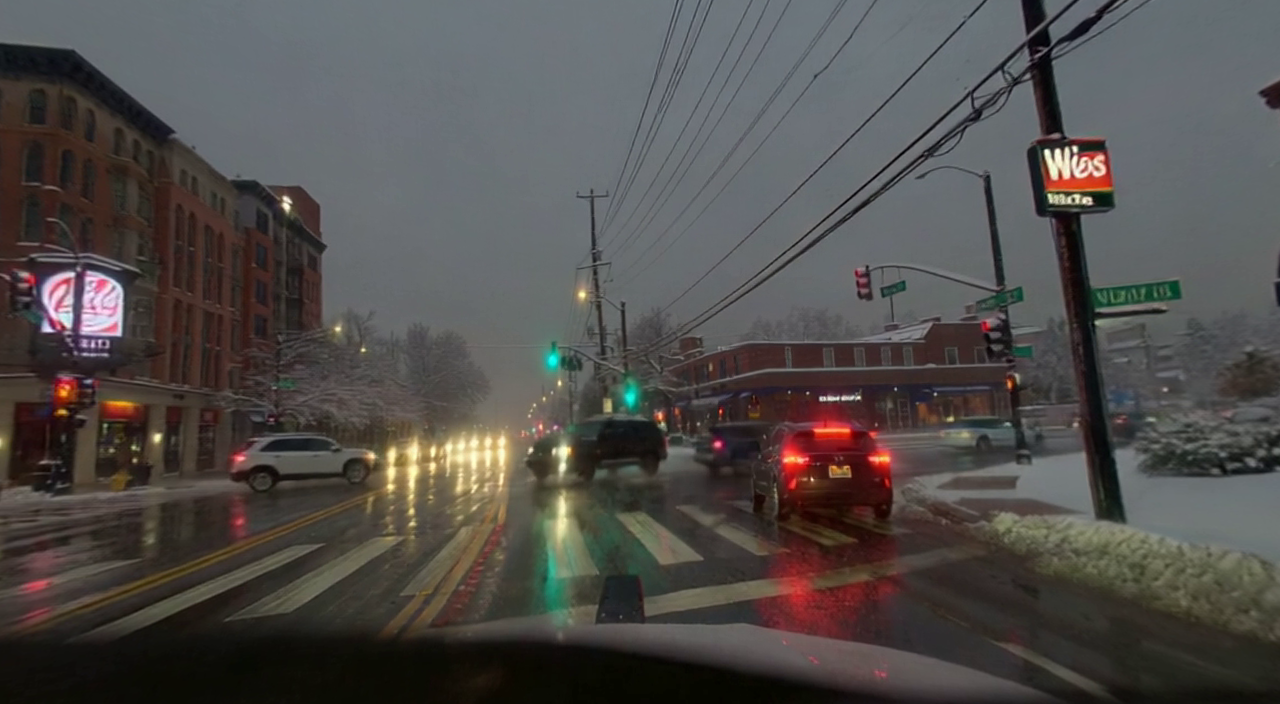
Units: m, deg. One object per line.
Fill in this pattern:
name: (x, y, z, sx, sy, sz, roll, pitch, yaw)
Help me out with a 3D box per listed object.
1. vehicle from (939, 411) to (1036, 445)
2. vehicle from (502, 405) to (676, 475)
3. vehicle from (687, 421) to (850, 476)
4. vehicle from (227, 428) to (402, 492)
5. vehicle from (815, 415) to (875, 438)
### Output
vehicle: (16.268, 3.597, 29.532, 4.433, 1.453, 1.804, 5, -10, -30)
vehicle: (-1.486, 2.909, 20.806, 2.374, 1.985, 5.588, -8, -11, 41)
vehicle: (3.933, 2.913, 19.264, 4.707, 1.487, 1.907, 4, -10, -29)
vehicle: (-10.077, 3.324, 19.824, 2.105, 1.761, 4.292, -8, -11, 40)
vehicle: (16.031, 5.838, 49.420, 4.589, 1.730, 1.801, 4, -9, -31)
